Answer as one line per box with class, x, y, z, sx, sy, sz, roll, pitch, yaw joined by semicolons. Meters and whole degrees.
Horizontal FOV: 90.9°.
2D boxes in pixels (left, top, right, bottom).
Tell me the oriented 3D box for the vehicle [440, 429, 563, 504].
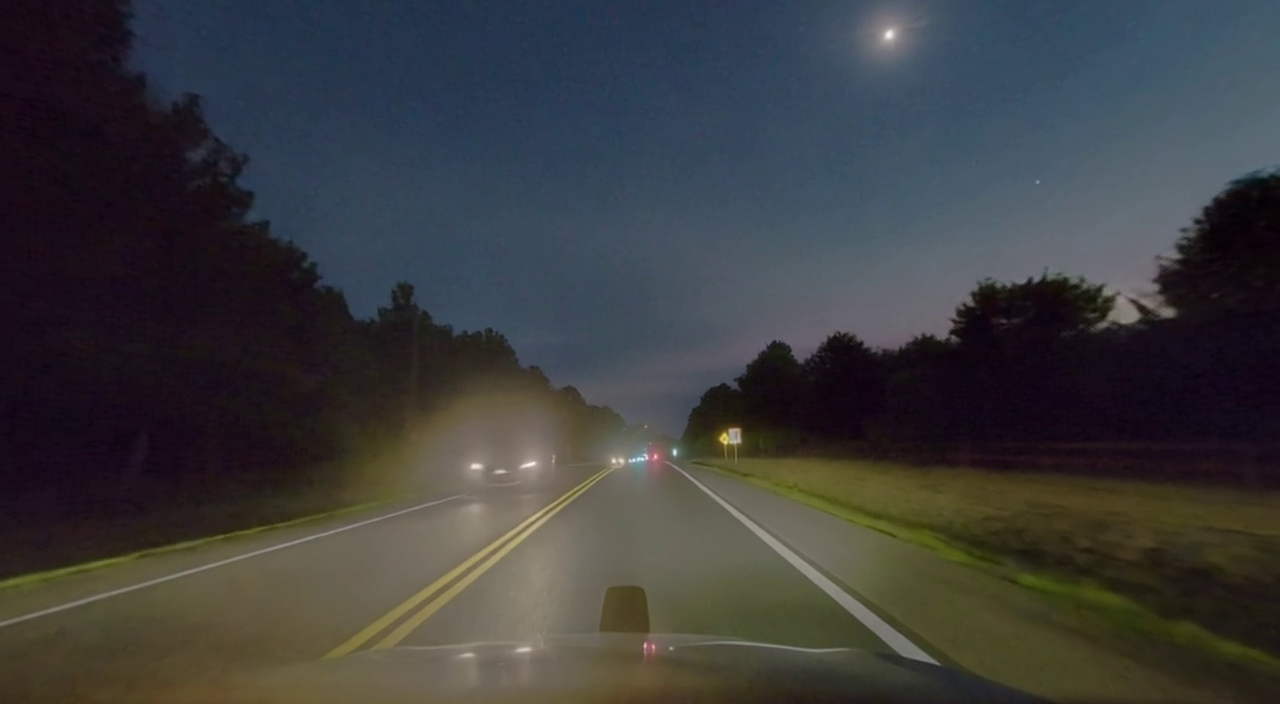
vehicle;-3.820;3.282;18.696;2.255;1.849;5.576;0;-8;1
